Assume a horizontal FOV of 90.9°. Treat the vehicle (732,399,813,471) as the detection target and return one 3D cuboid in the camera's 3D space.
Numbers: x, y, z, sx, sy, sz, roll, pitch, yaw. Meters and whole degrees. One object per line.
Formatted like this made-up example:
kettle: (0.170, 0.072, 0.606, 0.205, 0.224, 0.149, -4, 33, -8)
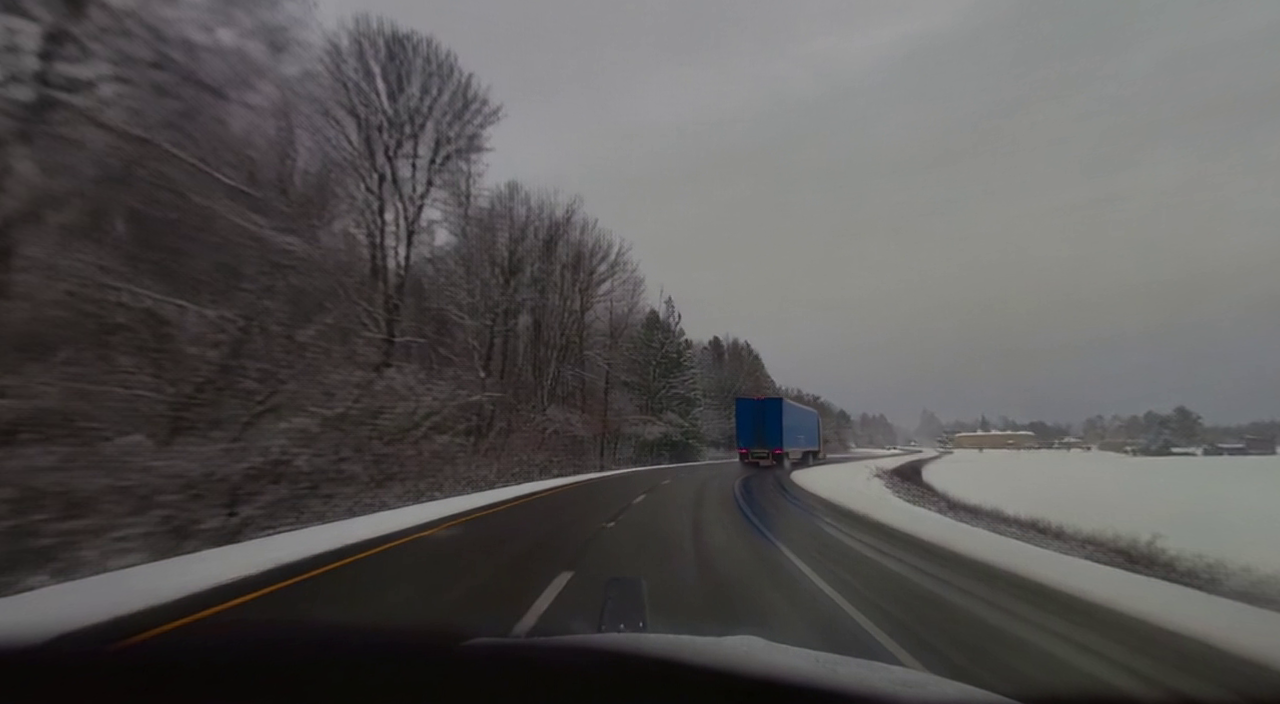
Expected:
vehicle: (9.547, 5.884, 43.716, 3.087, 4.178, 13.682, -4, -9, 21)
